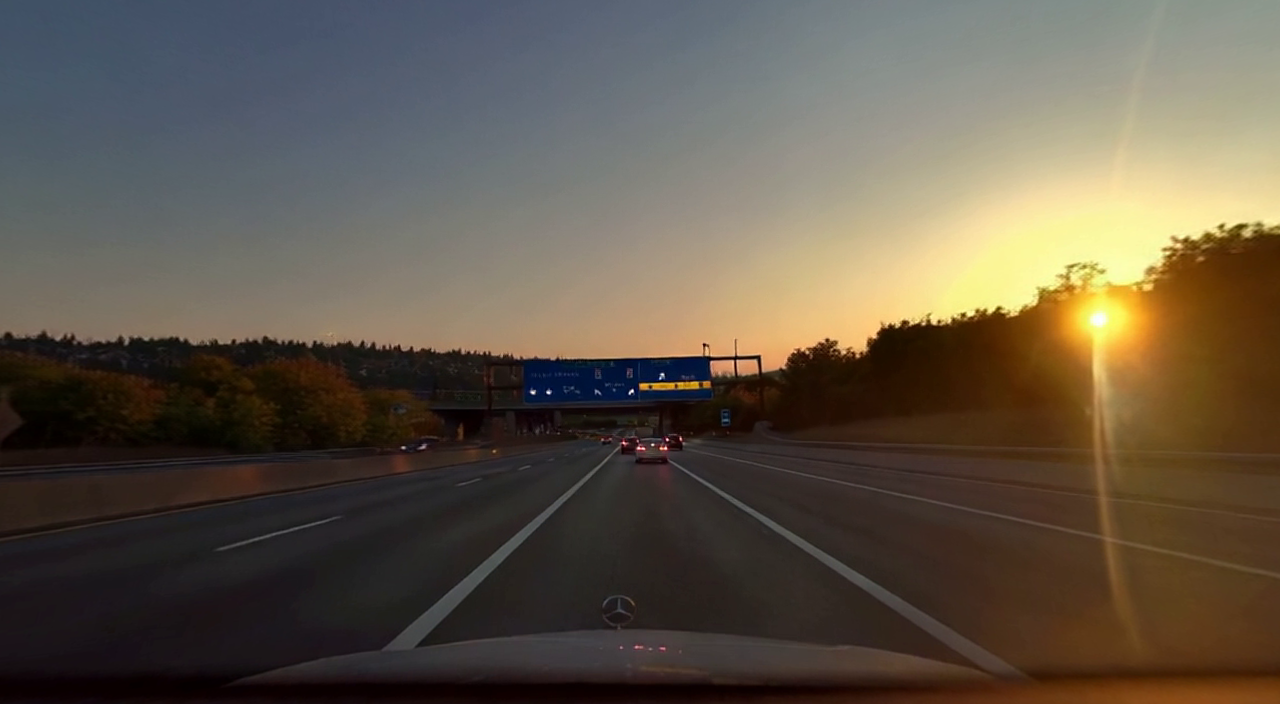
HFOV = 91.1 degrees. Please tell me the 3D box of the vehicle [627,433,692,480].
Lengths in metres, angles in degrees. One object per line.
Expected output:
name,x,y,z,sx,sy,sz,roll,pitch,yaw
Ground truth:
vehicle,0.576,3.599,22.018,2.046,1.467,3.844,0,-8,-2
